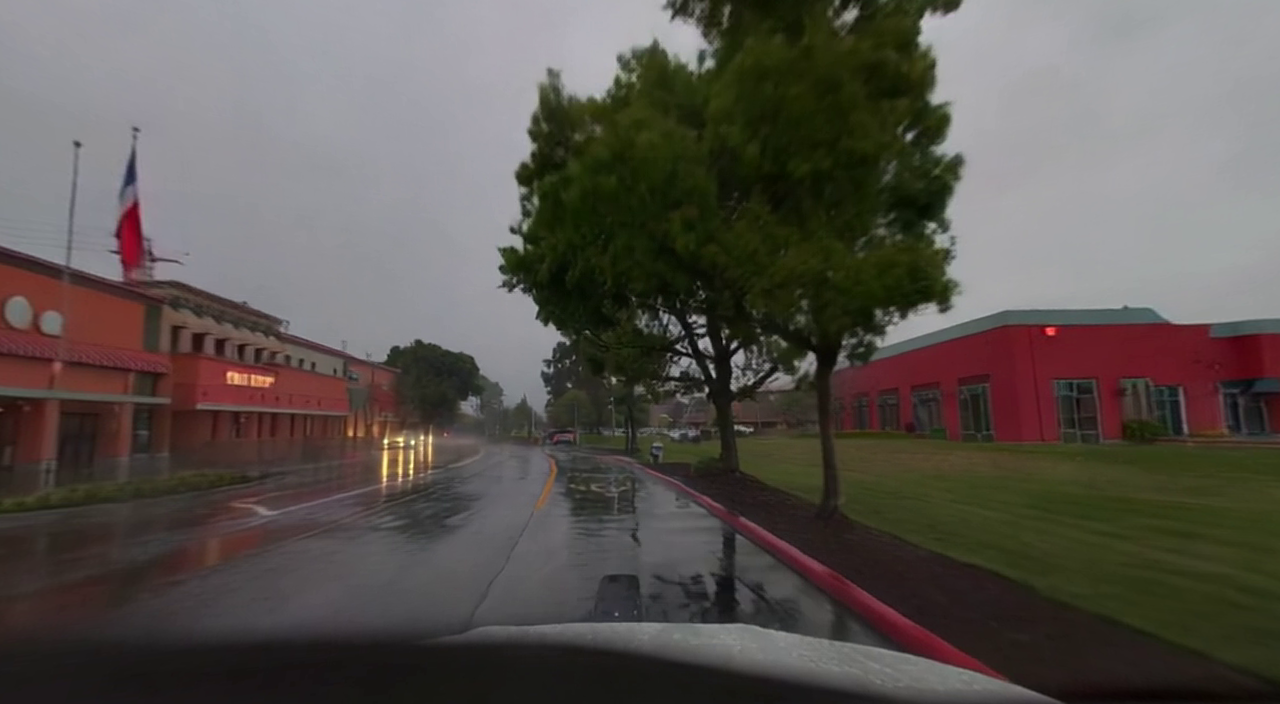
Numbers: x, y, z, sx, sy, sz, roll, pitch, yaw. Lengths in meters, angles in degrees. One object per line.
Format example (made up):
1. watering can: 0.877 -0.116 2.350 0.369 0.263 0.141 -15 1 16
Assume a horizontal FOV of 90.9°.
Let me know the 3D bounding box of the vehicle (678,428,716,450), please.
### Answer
1. vehicle: 4.284 6.646 47.911 1.769 1.516 3.520 0 -9 -14
